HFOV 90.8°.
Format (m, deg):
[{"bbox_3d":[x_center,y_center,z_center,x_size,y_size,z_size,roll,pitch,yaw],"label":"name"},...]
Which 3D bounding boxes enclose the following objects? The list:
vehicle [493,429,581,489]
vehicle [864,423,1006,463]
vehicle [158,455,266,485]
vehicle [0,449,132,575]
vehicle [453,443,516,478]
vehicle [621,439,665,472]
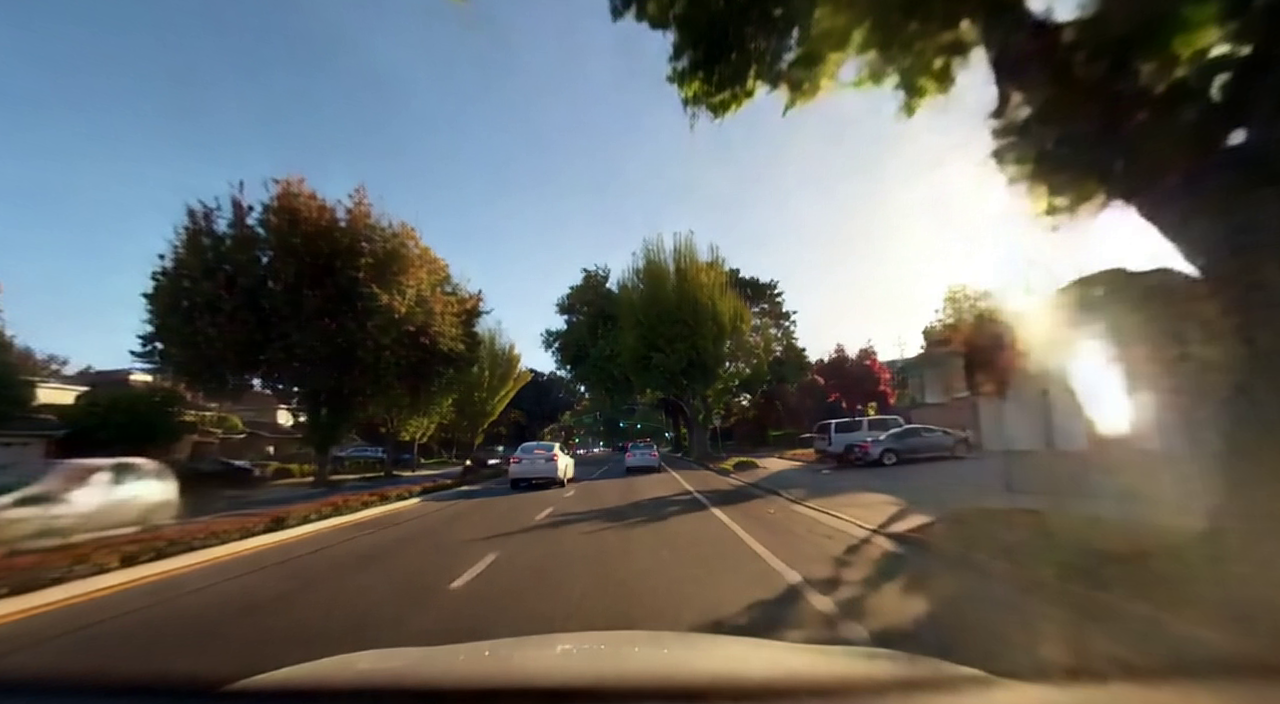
[{"bbox_3d":[-3.272,3.521,21.097,2.157,1.771,4.452,0,-8,0],"label":"vehicle"},{"bbox_3d":[11.339,3.544,24.532,4.573,1.461,1.867,0,-8,0],"label":"vehicle"},{"bbox_3d":[-22.775,6.282,33.749,4.370,1.496,1.887,0,-8,-3],"label":"vehicle"},{"bbox_3d":[-8.996,2.017,7.754,2.192,1.516,3.995,-2,-8,0],"label":"vehicle"},{"bbox_3d":[-7.873,5.524,32.439,1.983,1.538,4.575,-3,-8,1],"label":"vehicle"},{"bbox_3d":[0.124,5.129,31.648,2.062,1.518,3.901,0,-8,0],"label":"vehicle"}]
